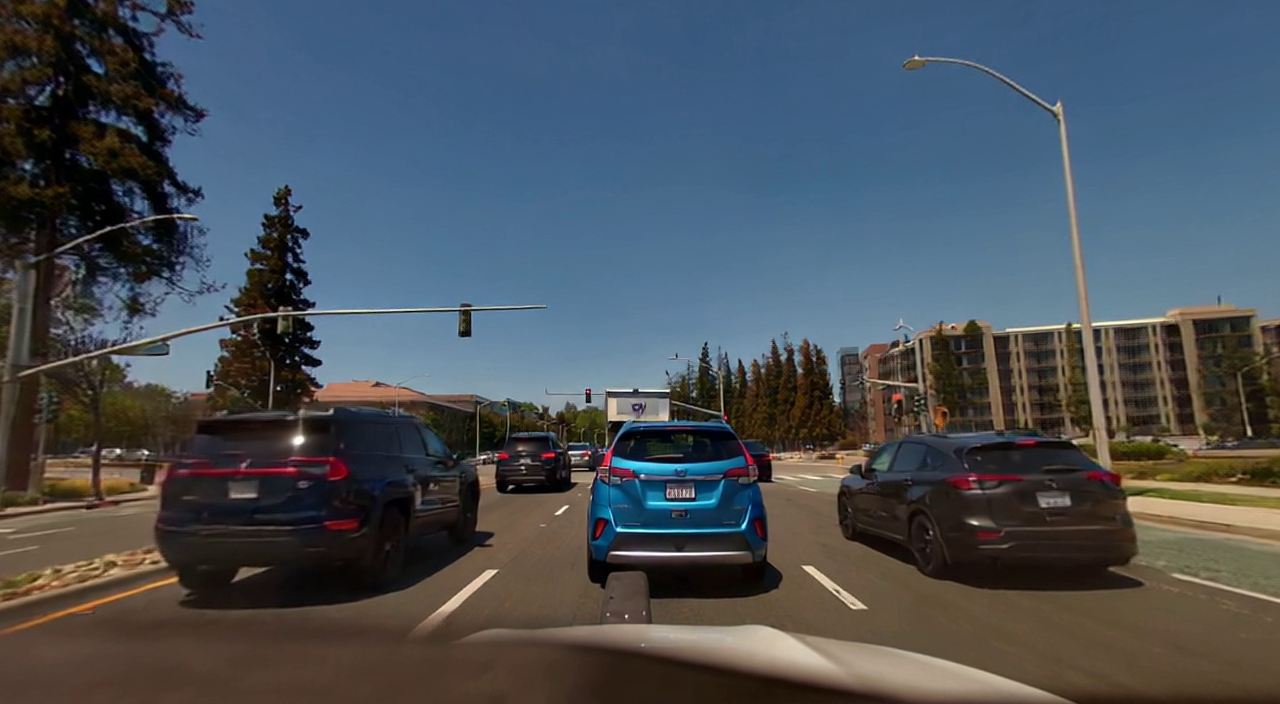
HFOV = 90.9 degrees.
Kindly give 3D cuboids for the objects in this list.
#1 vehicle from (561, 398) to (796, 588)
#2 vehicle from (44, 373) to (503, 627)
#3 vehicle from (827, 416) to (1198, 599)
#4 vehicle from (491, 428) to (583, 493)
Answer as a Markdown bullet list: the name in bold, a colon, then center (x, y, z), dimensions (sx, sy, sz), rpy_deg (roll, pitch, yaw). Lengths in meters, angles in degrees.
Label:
- **vehicle**: center (0.372, 1.636, 8.112), dimensions (2.172, 1.764, 4.338), rpy_deg (0, -8, 0)
- **vehicle**: center (-3.175, 1.427, 7.050), dimensions (2.209, 1.828, 4.847), rpy_deg (0, -9, 0)
- **vehicle**: center (3.885, 1.663, 7.607), dimensions (1.954, 1.592, 3.992), rpy_deg (0, -8, -1)
- **vehicle**: center (-3.145, 3.436, 20.362), dimensions (2.054, 1.814, 4.941), rpy_deg (0, -8, 1)
